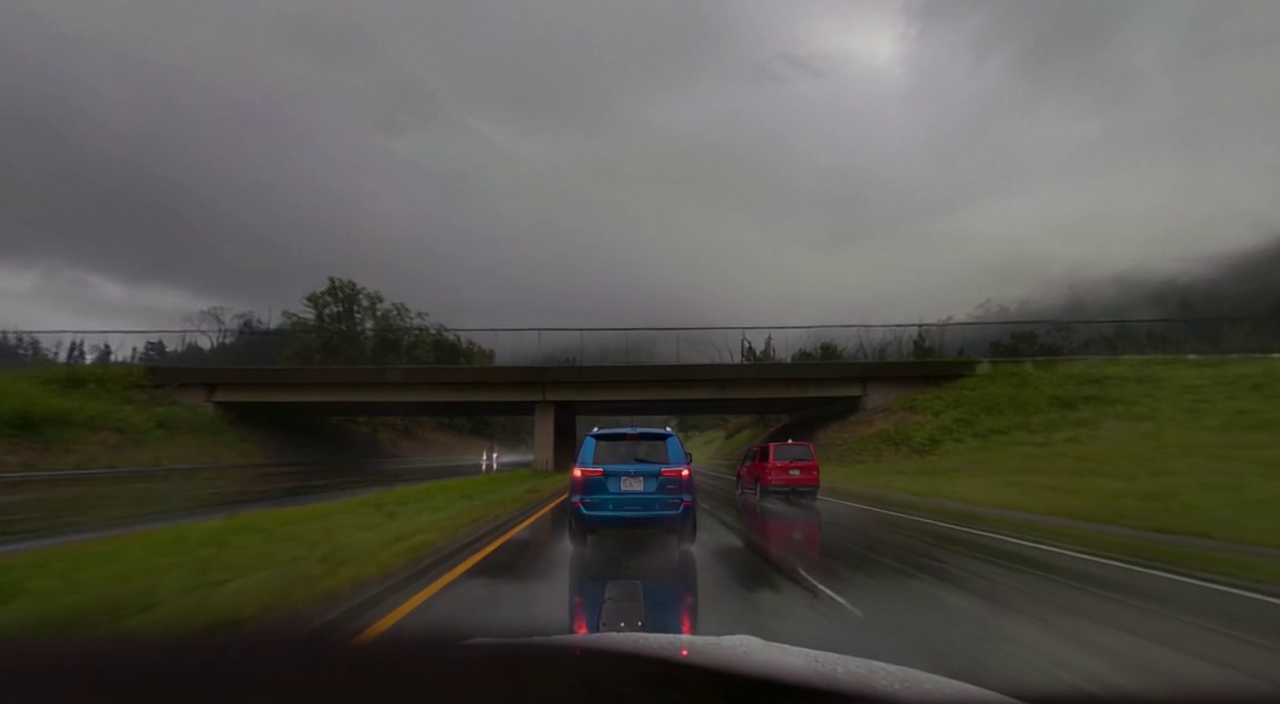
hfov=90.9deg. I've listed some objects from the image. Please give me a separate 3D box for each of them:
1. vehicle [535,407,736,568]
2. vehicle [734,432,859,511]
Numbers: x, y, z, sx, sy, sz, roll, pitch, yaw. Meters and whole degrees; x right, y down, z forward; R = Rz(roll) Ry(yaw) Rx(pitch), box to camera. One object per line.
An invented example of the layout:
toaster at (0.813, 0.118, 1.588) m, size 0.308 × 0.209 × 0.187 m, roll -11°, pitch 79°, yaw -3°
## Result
vehicle at (-0.056, 1.861, 9.300) m, size 2.288 × 1.823 × 4.059 m, roll 0°, pitch -9°, yaw 0°
vehicle at (3.907, 3.073, 16.676) m, size 2.043 × 1.767 × 4.620 m, roll 0°, pitch -9°, yaw -1°
